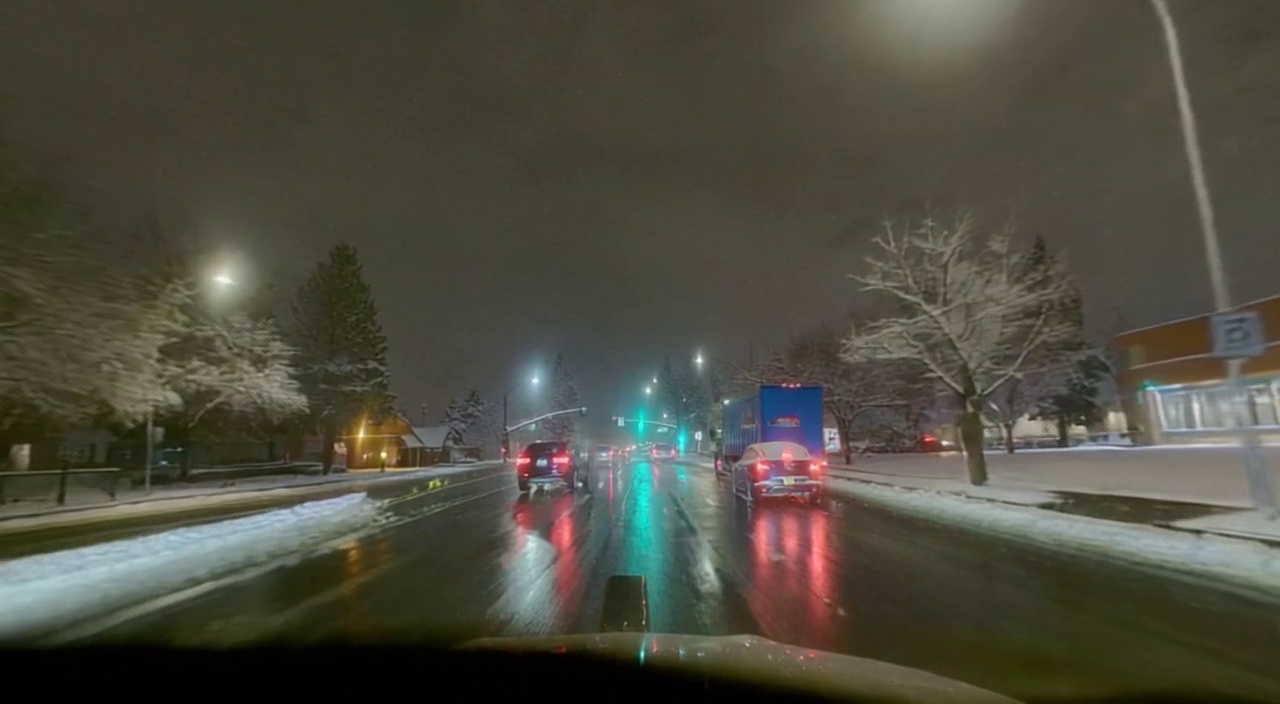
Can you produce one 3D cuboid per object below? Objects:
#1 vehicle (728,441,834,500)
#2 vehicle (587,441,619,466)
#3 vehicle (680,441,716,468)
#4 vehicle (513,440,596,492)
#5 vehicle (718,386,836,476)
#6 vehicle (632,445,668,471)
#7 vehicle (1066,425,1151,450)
[{"bbox_3d":[3.813,3.254,17.820,1.972,1.452,4.189,0,-8,0],"label":"vehicle"},{"bbox_3d":[-2.771,7.801,48.680,2.137,1.796,4.304,0,-8,1],"label":"vehicle"},{"bbox_3d":[3.880,6.936,42.739,2.050,1.683,3.990,0,-8,0],"label":"vehicle"},{"bbox_3d":[-2.703,3.718,21.000,2.003,1.509,4.396,-1,-8,2],"label":"vehicle"},{"bbox_3d":[7.623,5.040,38.815,3.383,4.268,17.469,0,-8,0],"label":"vehicle"},{"bbox_3d":[0.525,6.364,38.079,2.020,1.461,4.326,0,-8,-1],"label":"vehicle"},{"bbox_3d":[36.455,6.694,49.133,5.045,1.644,1.906,-3,-8,-2],"label":"vehicle"}]
